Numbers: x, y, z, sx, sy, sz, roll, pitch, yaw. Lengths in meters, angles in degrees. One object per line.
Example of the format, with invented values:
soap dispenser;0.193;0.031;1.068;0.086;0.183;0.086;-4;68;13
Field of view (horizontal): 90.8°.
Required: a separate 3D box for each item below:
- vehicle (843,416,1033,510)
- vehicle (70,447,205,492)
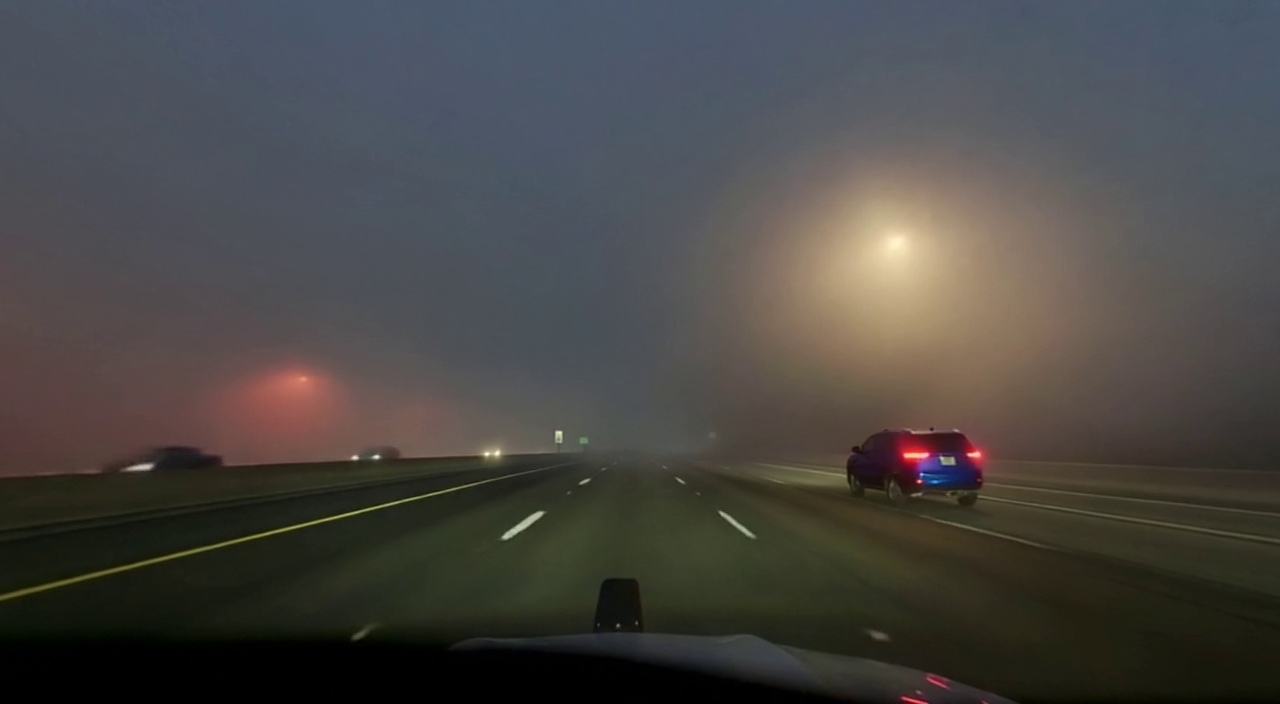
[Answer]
vehicle;6.857;2.610;15.273;2.222;1.899;4.595;0;-9;-1
vehicle;-21.842;5.092;27.743;2.003;1.762;4.737;0;-8;0
